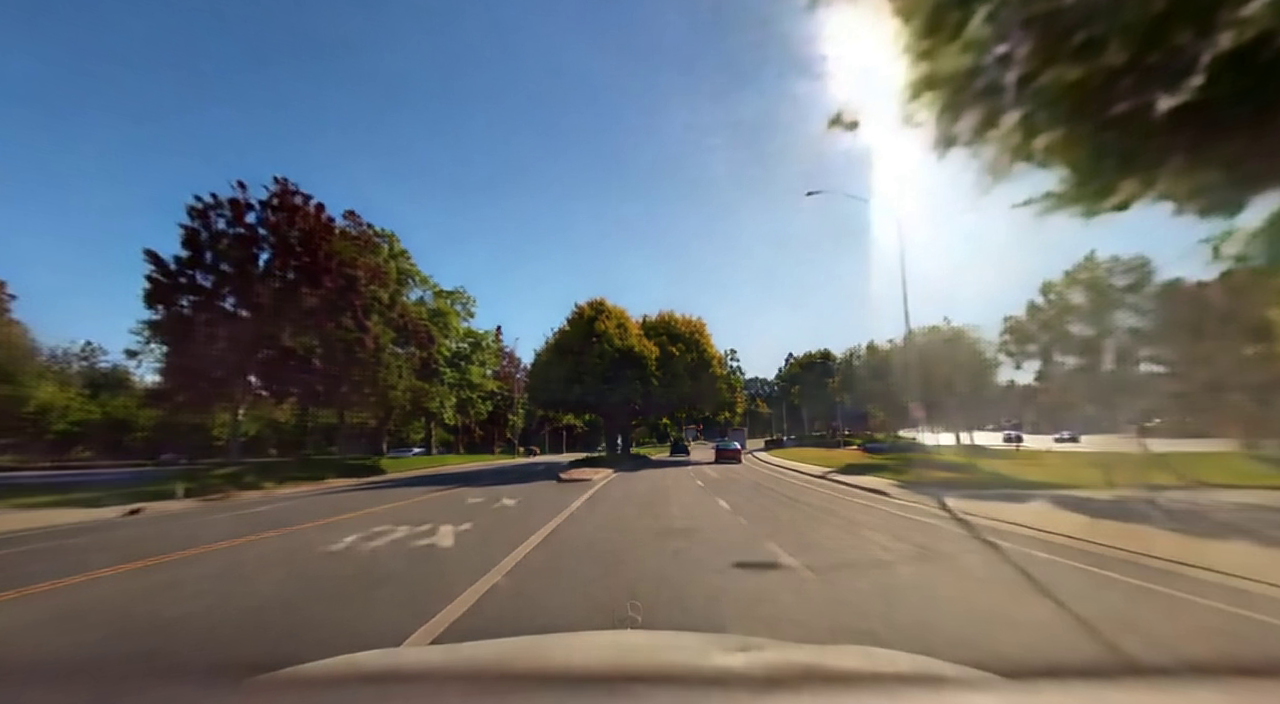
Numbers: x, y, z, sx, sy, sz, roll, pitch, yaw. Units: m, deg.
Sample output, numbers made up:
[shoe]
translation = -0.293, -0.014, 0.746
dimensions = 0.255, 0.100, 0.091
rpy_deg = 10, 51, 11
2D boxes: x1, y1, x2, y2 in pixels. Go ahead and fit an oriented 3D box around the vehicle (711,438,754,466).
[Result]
[vehicle]
translation = 5.291, 5.788, 36.506
dimensions = 1.989, 1.497, 4.436
rpy_deg = -1, -9, 3
